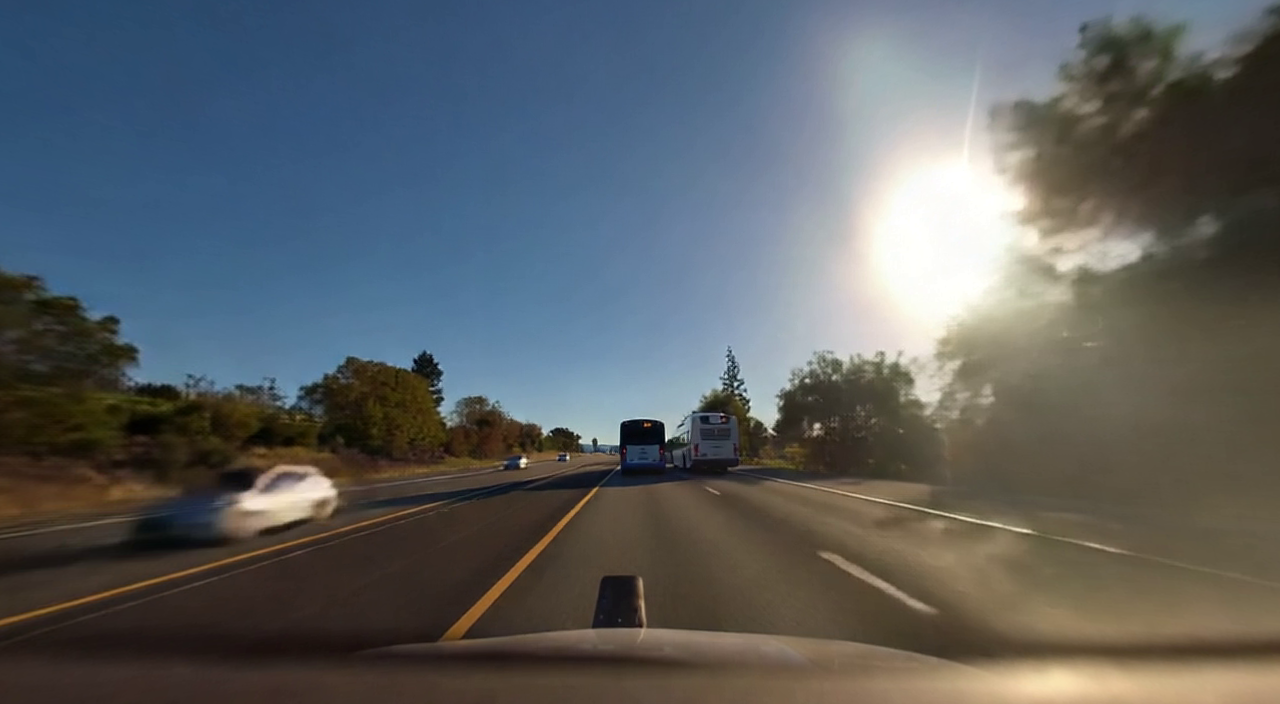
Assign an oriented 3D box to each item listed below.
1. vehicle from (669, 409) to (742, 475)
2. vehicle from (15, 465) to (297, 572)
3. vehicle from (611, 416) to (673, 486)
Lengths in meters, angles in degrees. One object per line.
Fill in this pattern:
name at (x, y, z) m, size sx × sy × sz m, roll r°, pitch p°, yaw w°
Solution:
vehicle at (4.020, 6.044, 41.827) m, size 3.074 × 3.668 × 12.805 m, roll -1°, pitch -9°, yaw -2°
vehicle at (-8.763, 3.004, 12.020) m, size 1.893 × 1.482 × 4.464 m, roll -1°, pitch -9°, yaw -1°
vehicle at (0.011, 4.301, 27.420) m, size 2.414 × 2.675 × 5.574 m, roll -1°, pitch -9°, yaw -2°
